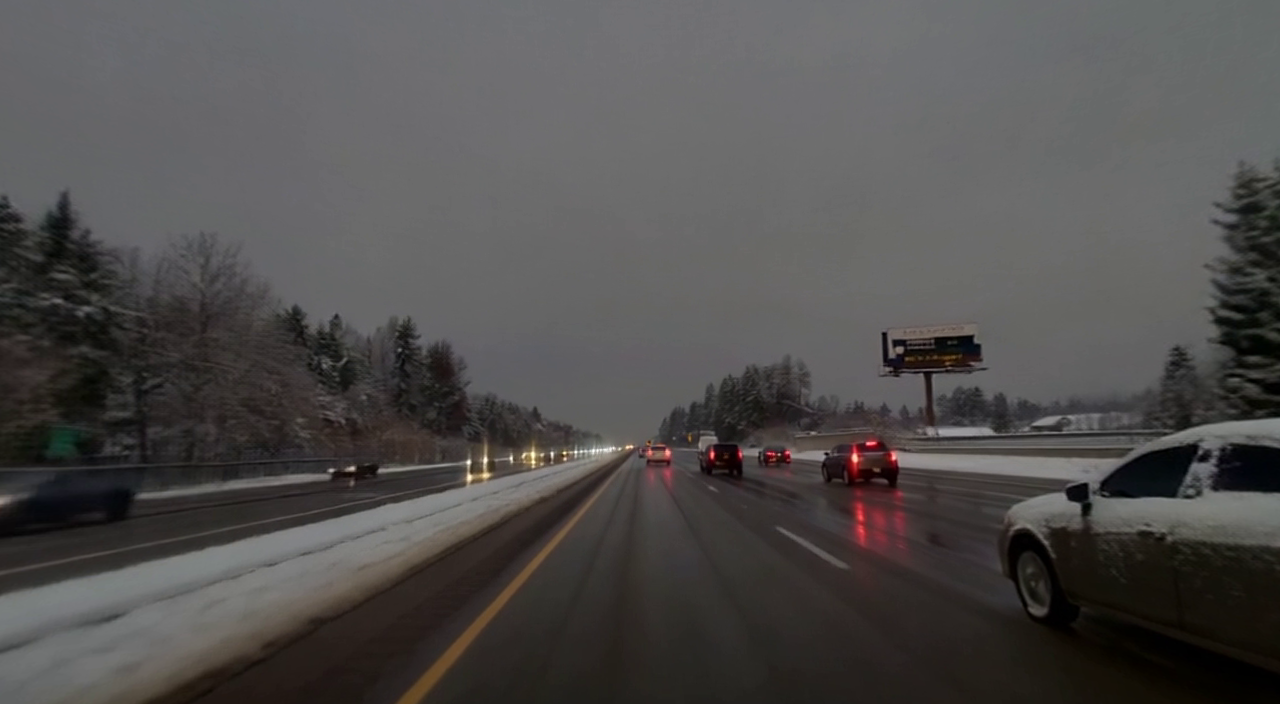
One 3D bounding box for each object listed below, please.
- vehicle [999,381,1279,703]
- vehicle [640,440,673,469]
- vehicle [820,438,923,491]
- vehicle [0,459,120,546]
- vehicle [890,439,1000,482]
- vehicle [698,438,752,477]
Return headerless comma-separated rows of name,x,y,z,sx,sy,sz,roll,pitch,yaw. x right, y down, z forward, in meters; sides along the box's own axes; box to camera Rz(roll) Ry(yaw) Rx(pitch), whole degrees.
vehicle,3.857,0.924,2.740,1.989,1.609,4.355,0,-8,0
vehicle,1.069,6.989,43.187,2.145,1.832,4.004,-1,-8,0
vehicle,7.605,3.701,21.197,1.807,1.558,4.352,0,-8,0
vehicle,-13.519,3.048,12.731,2.064,1.601,4.581,-1,-8,1
vehicle,12.070,4.314,25.414,1.941,1.539,4.834,0,-8,-1
vehicle,4.312,5.413,32.791,2.075,1.845,4.667,0,-8,-1
